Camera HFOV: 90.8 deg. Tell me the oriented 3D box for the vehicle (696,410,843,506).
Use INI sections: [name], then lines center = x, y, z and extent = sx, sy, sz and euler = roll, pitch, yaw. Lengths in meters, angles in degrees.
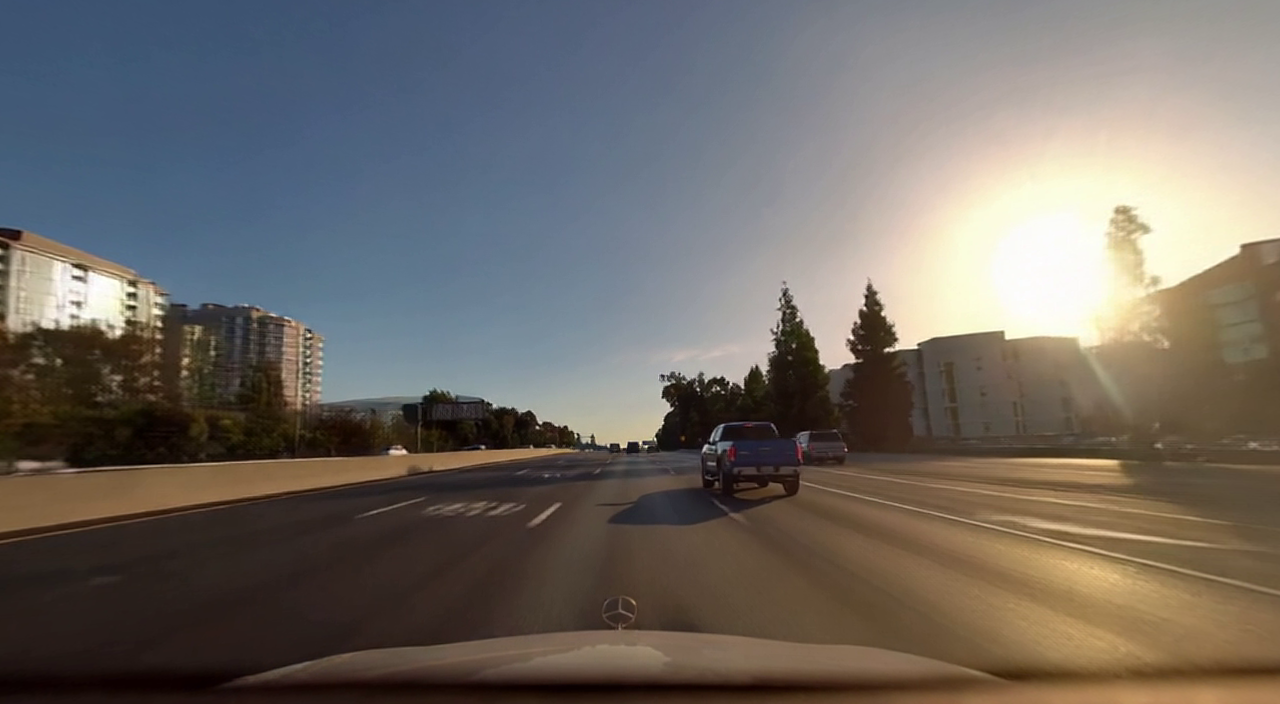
[vehicle]
center = 2.930, 2.581, 15.701
extent = 2.462, 1.984, 4.718
euler = 0, -8, -2
